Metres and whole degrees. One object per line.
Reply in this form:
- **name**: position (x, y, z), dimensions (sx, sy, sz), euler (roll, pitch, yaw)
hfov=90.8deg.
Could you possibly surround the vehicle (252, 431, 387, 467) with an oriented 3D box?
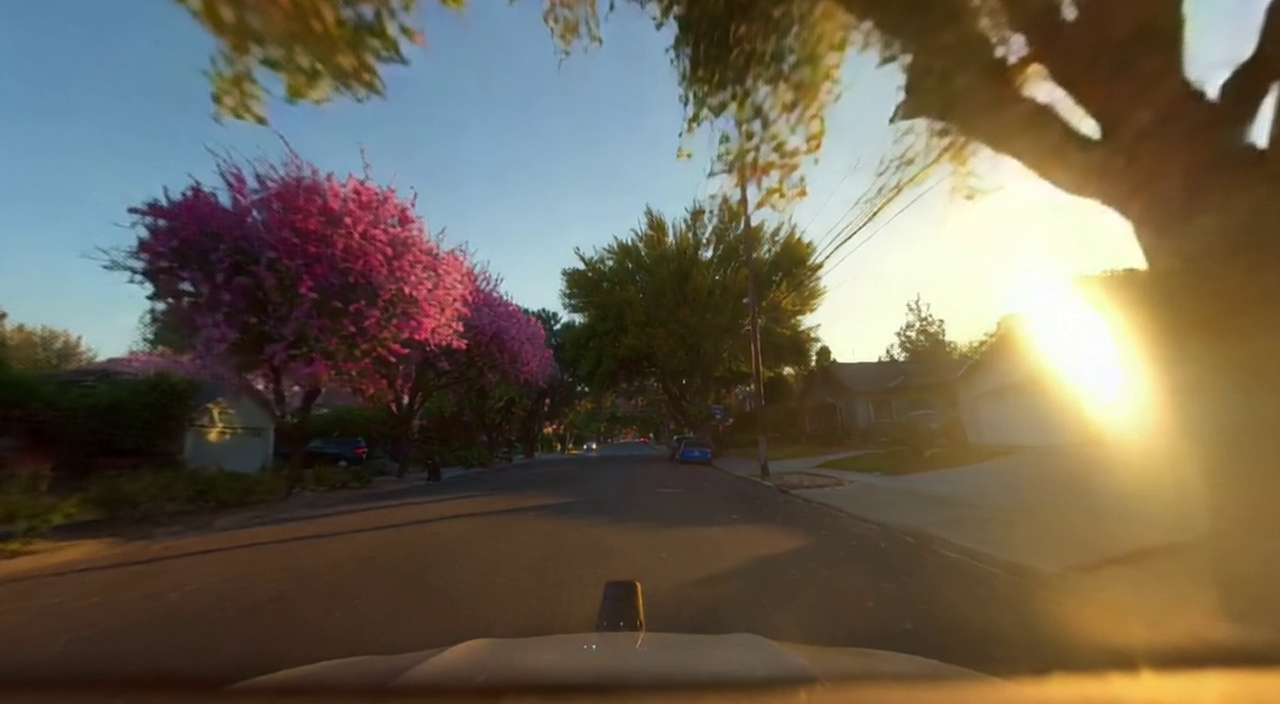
- **vehicle**: position (-16.778, 5.094, 33.358), dimensions (5.902, 1.796, 2.183), euler (0, -7, -3)

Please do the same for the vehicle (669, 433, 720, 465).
- **vehicle**: position (2.606, 4.724, 31.190), dimensions (2.022, 1.455, 4.406), euler (0, -7, -1)
